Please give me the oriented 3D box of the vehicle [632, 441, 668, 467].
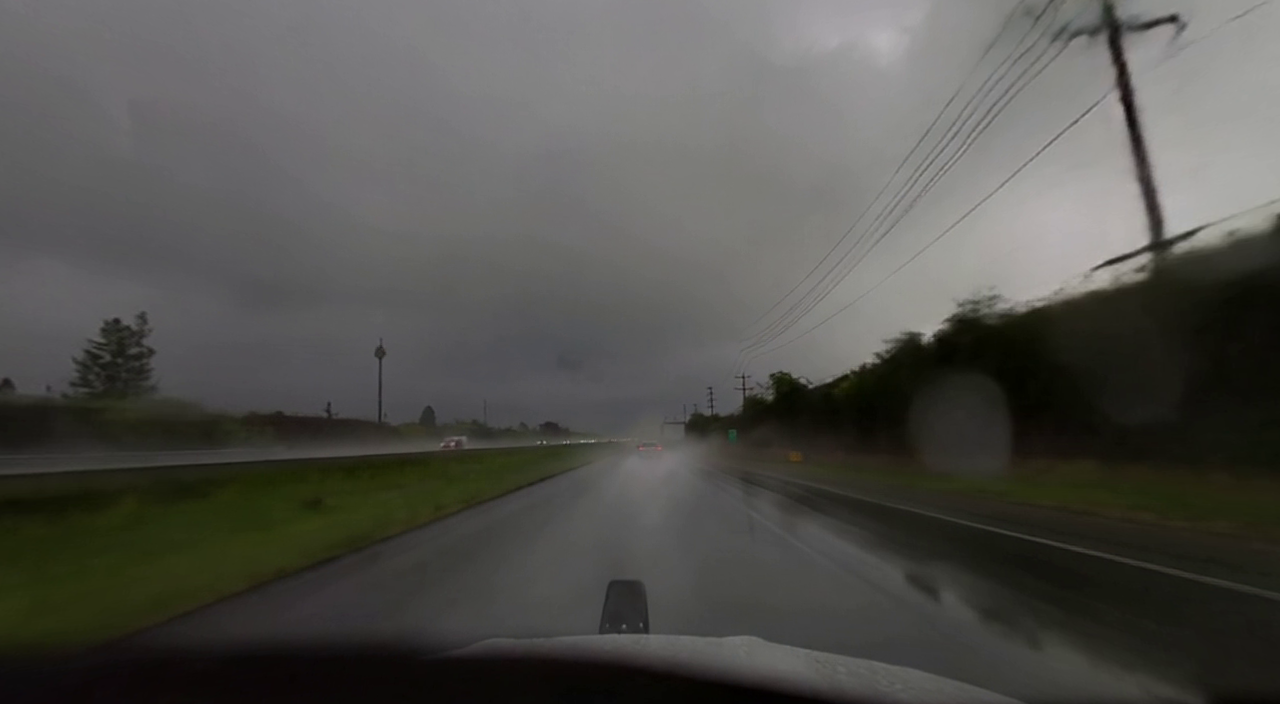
[{"bbox_3d":[0.645,6.584,40.961,2.192,1.556,4.132,-1,-8,1],"label":"vehicle"}]
